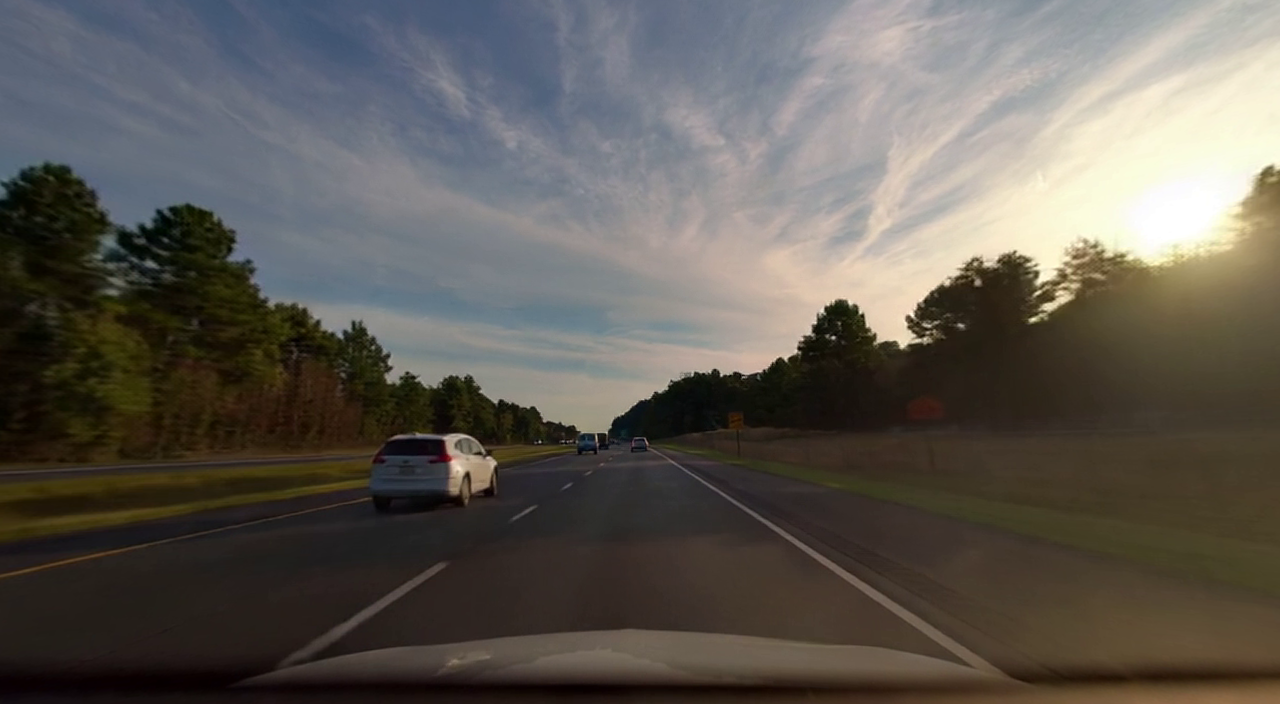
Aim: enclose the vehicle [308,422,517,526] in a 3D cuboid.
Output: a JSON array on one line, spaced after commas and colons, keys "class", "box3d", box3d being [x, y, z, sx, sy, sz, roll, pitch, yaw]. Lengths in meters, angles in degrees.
[{"class": "vehicle", "box3d": [-3.935, 2.191, 11.968, 2.190, 1.571, 4.643, 0, -8, 1]}]
